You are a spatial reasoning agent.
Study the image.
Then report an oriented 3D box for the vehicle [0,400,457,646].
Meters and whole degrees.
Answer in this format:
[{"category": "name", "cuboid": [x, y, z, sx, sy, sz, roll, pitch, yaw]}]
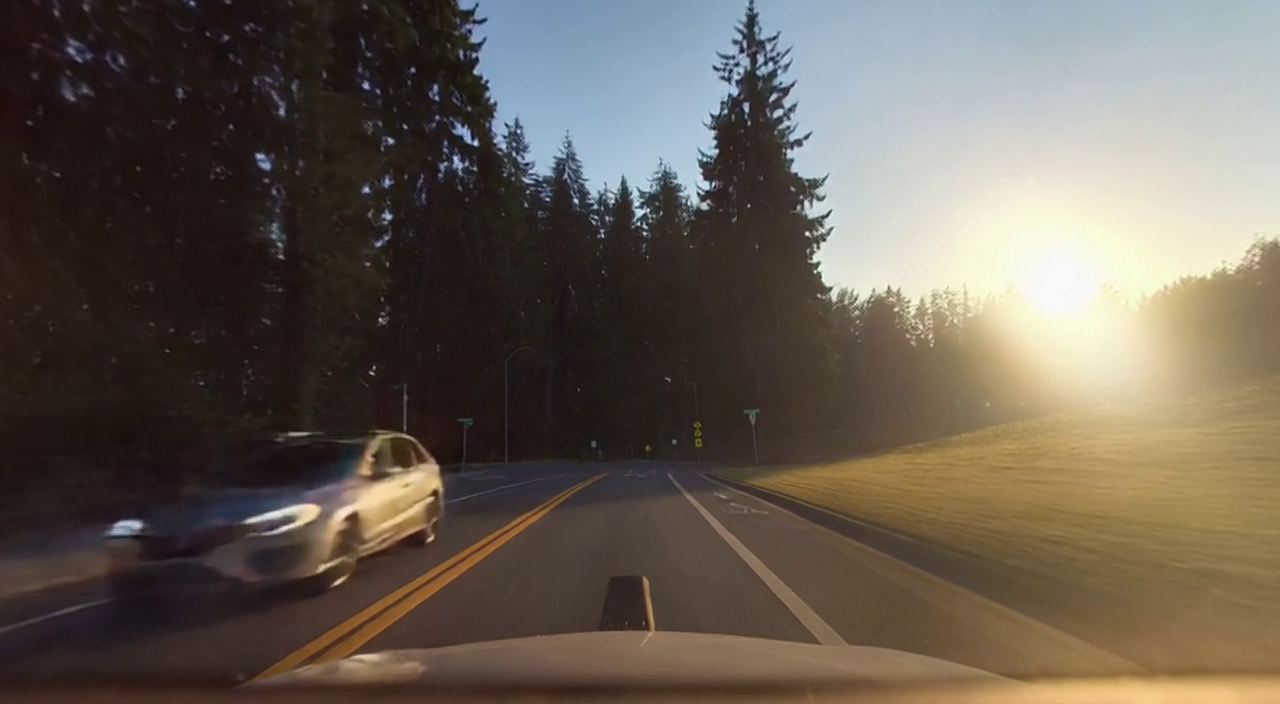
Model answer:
[{"category": "vehicle", "cuboid": [-3.974, 1.578, 6.949, 2.390, 1.721, 4.863, 0, -9, 1]}]
